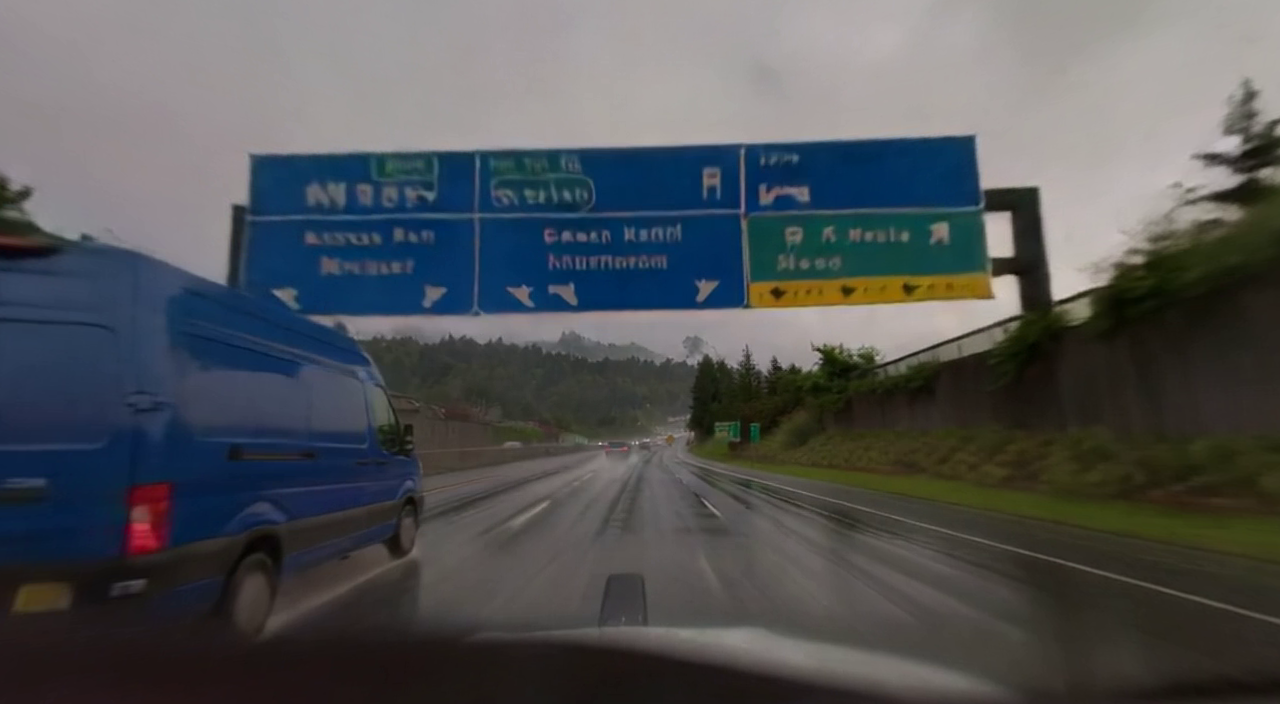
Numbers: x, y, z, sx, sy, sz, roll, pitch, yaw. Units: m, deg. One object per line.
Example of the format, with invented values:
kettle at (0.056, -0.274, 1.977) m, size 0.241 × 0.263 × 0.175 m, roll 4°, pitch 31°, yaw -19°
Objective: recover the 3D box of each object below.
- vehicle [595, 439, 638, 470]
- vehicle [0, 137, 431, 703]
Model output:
vehicle at (-1.257, 5.799, 35.733) m, size 2.183 × 1.662 × 3.968 m, roll 0°, pitch -9°, yaw 1°
vehicle at (-4.158, 0.761, 5.805) m, size 2.382 × 2.736 × 5.982 m, roll 0°, pitch -9°, yaw 0°
